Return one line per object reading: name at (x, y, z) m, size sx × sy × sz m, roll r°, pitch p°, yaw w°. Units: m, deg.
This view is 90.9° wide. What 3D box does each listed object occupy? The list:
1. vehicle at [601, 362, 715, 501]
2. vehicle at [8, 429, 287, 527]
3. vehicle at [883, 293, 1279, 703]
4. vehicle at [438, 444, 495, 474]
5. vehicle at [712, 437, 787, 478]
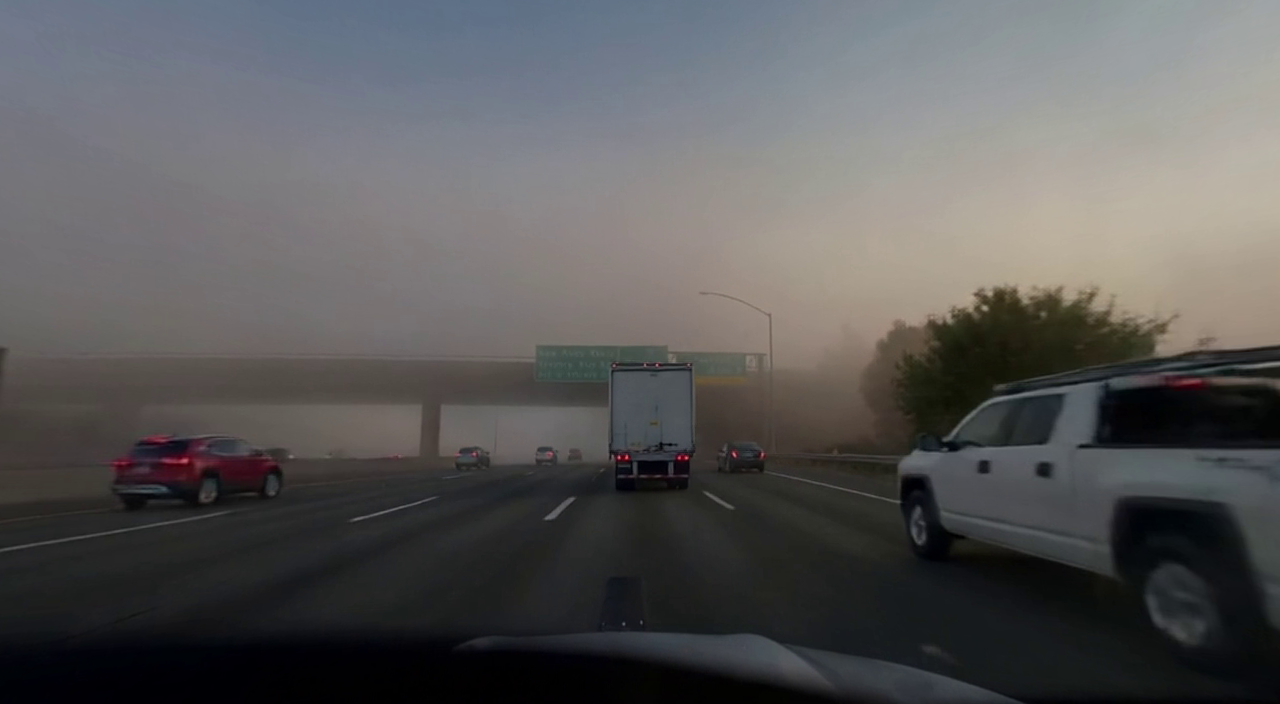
vehicle at (0.236, 2.845, 21.734) m, size 2.916 × 3.584 × 10.841 m, roll 0°, pitch -9°, yaw -2°
vehicle at (-10.412, 2.679, 14.080) m, size 2.119 × 1.747 × 5.121 m, roll 0°, pitch -9°, yaw -1°
vehicle at (4.017, 1.026, 4.913) m, size 2.174 × 1.968 × 5.016 m, roll 0°, pitch -9°, yaw 0°
vehicle at (-11.029, 6.816, 40.534) m, size 2.217 × 1.797 × 5.226 m, roll 0°, pitch -9°, yaw -1°
vehicle at (4.427, 4.358, 26.328) m, size 2.108 × 1.508 × 4.744 m, roll 0°, pitch -9°, yaw -2°
